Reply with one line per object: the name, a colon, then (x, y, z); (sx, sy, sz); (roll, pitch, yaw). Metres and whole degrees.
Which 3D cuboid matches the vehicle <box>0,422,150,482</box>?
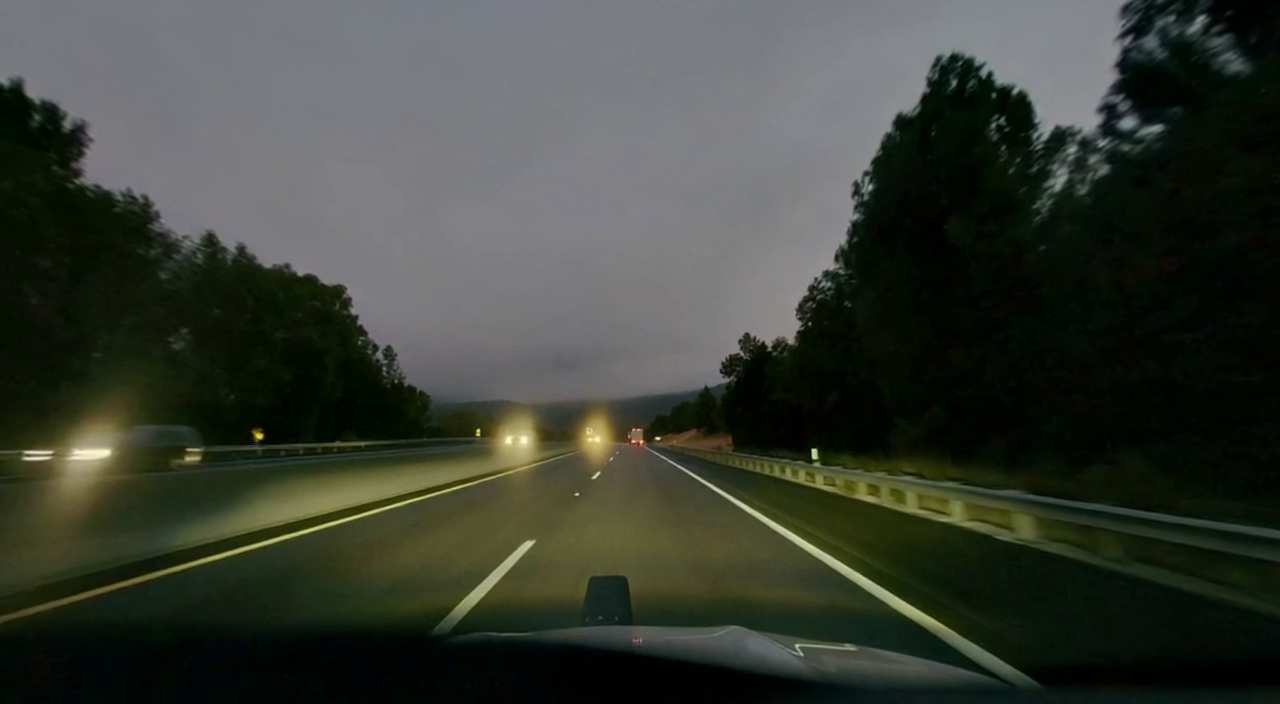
vehicle: (-17.985, 3.087, 19.561); (1.895, 1.631, 4.521); (0, -8, -1)
